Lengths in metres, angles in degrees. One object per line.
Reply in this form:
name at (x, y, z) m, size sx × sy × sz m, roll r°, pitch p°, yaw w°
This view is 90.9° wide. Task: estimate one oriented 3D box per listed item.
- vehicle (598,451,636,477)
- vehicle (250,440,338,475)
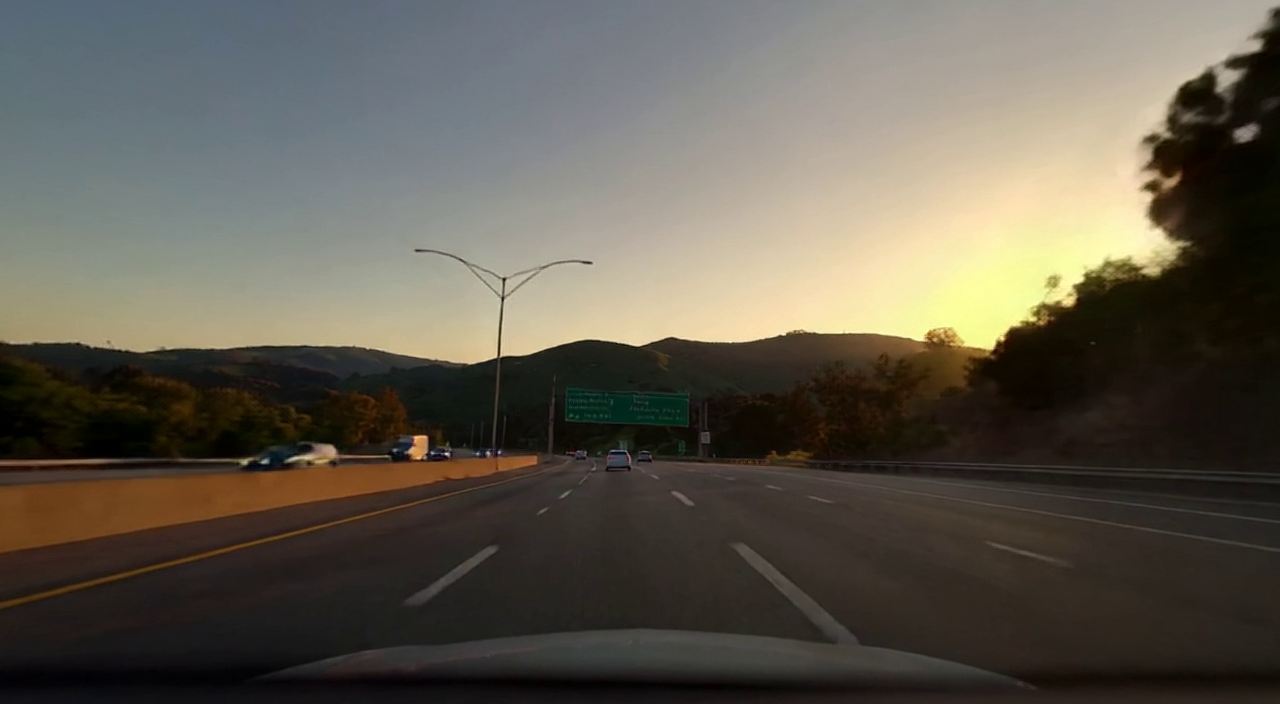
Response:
vehicle at (-1.395, 6.847, 38.697) m, size 2.193 × 1.497 × 4.337 m, roll 0°, pitch -9°, yaw -2°
vehicle at (-18.480, 5.657, 33.990) m, size 2.015 × 1.749 × 4.888 m, roll 0°, pitch -9°, yaw -1°
